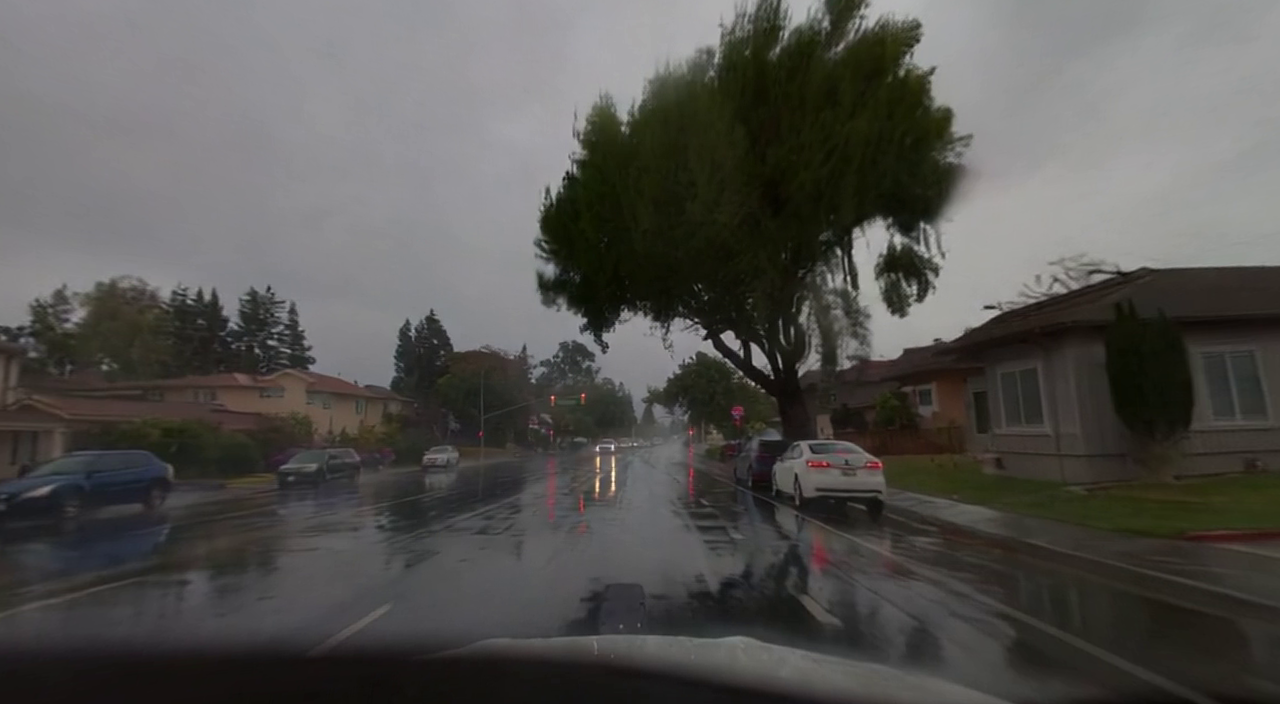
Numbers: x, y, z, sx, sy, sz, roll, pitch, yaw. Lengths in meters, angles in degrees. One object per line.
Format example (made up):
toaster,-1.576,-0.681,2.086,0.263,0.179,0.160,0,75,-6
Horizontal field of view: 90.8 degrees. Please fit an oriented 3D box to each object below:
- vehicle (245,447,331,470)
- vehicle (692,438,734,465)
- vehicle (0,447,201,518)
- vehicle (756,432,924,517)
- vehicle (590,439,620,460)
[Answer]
vehicle,-22.306,6.739,40.159,4.397,1.423,1.789,0,-8,2
vehicle,4.245,5.894,37.418,1.964,1.485,4.454,0,-8,1
vehicle,-14.144,3.263,16.455,1.923,1.535,4.862,0,-8,0
vehicle,3.911,2.474,13.309,1.956,1.468,4.524,0,-8,-1
vehicle,-2.565,7.272,47.211,1.986,1.508,4.261,0,-8,0
